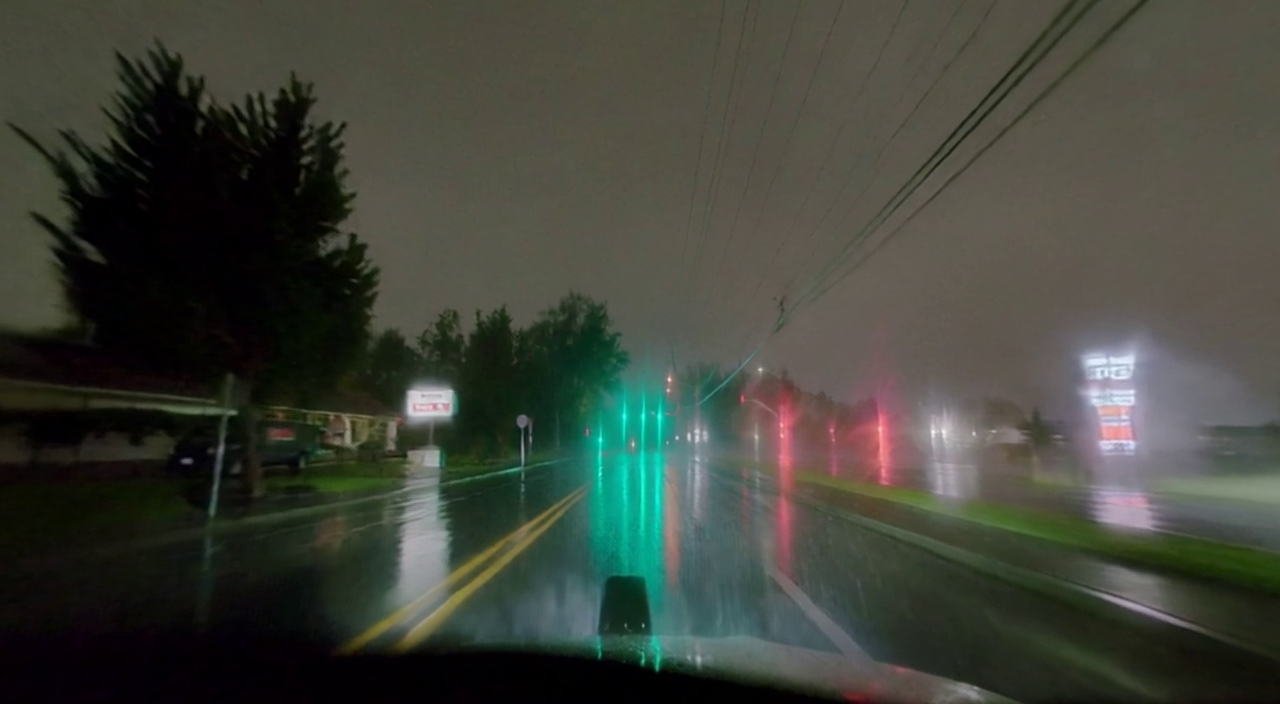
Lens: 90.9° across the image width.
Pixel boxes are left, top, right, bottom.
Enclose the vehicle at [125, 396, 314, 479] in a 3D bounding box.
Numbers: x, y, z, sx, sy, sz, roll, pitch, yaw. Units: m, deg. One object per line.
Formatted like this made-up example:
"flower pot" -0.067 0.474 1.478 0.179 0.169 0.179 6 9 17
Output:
"vehicle" -13.053 2.762 20.236 2.476 2.256 5.686 1 -8 -5
